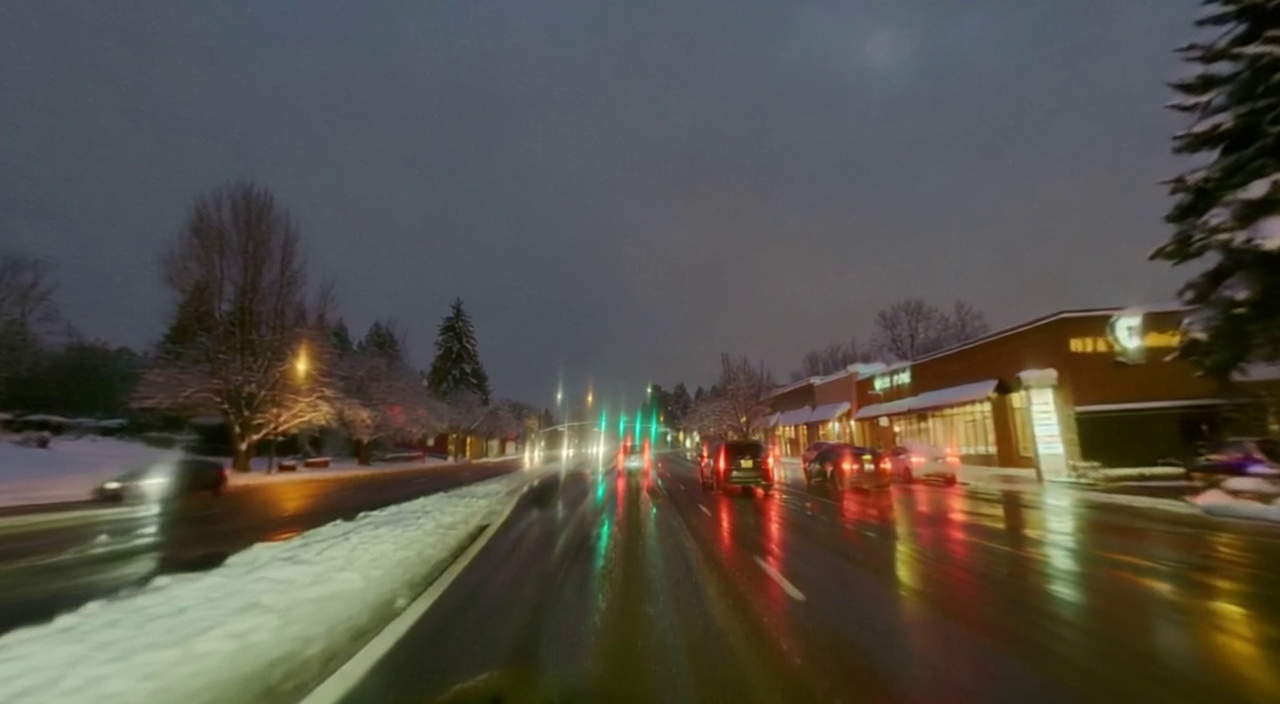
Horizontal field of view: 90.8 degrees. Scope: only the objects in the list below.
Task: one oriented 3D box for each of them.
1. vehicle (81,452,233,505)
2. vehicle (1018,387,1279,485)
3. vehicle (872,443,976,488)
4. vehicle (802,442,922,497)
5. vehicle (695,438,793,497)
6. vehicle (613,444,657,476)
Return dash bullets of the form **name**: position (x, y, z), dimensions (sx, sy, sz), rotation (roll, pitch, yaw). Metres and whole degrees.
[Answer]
- **vehicle**: position (-15.375, 4.008, 20.391), dimensions (1.878, 1.481, 3.663), rotation (-1, -8, 3)
- **vehicle**: position (17.546, 2.892, 21.739), dimensions (7.127, 3.093, 2.760), rotation (0, -8, 0)
- **vehicle**: position (10.595, 4.237, 23.905), dimensions (2.000, 1.514, 3.811), rotation (0, -8, -3)
- **vehicle**: position (6.554, 3.495, 19.274), dimensions (1.952, 1.449, 4.544), rotation (0, -8, -1)
- **vehicle**: position (2.949, 3.391, 19.022), dimensions (2.072, 1.545, 4.578), rotation (0, -8, -1)
- **vehicle**: position (-0.258, 5.350, 31.609), dimensions (2.052, 1.461, 4.324), rotation (0, -8, -1)
